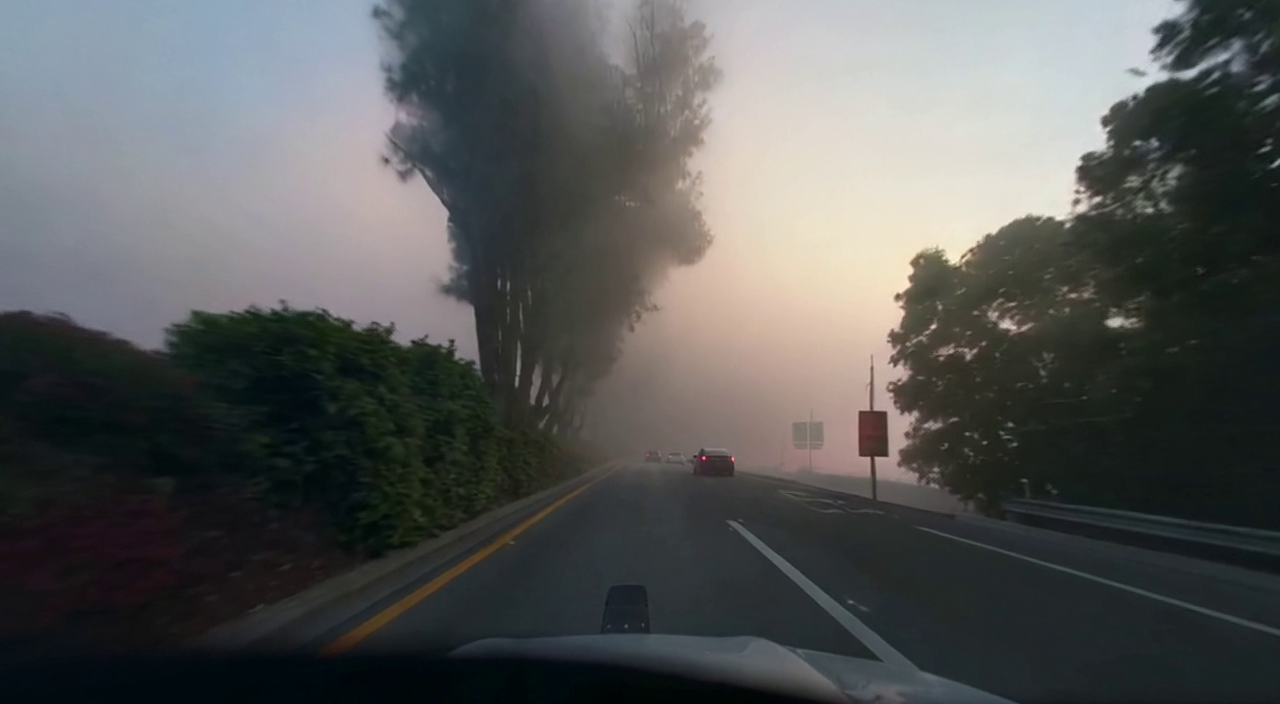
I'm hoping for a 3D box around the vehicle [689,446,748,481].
[{"bbox_3d":[3.497,5.069,28.979,1.956,1.473,4.640,1,-9,-2],"label":"vehicle"}]
